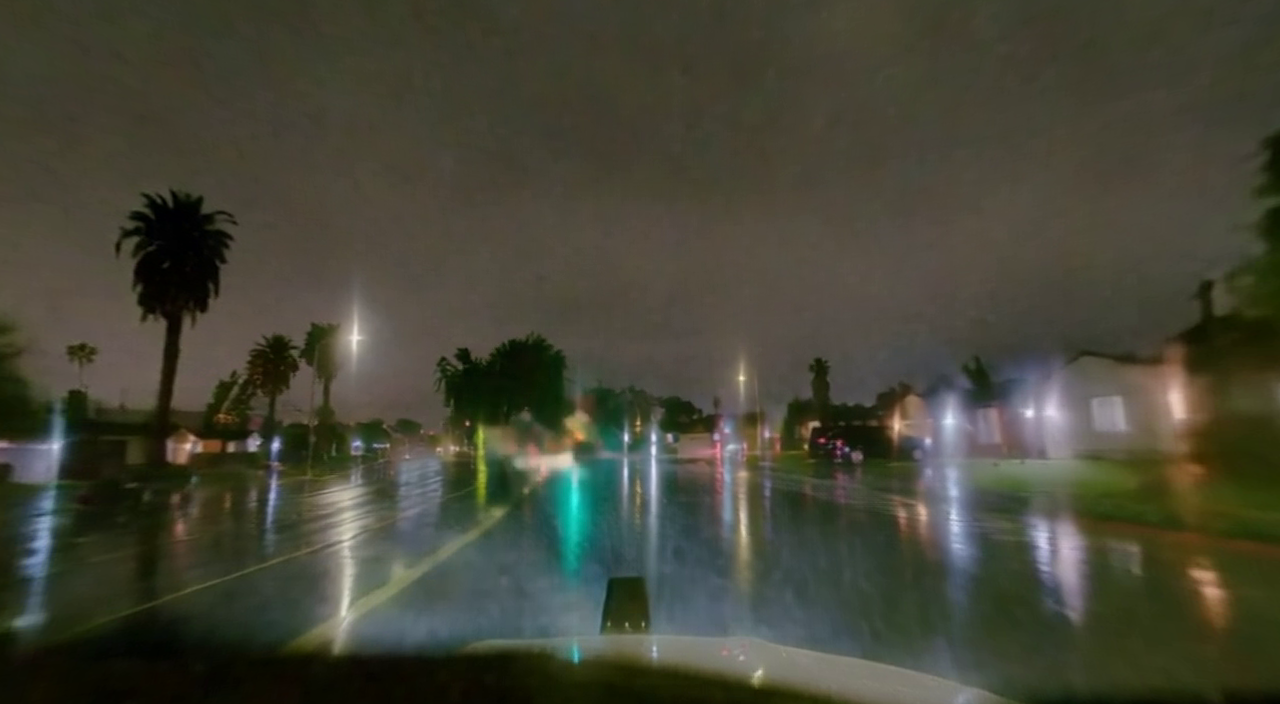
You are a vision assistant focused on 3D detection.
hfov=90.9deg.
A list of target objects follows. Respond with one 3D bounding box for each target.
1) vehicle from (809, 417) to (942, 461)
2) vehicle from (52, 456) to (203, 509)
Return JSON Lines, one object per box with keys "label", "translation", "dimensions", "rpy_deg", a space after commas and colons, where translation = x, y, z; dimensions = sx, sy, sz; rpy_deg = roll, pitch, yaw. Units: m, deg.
{"label": "vehicle", "translation": [11.741, 4.470, 31.983], "dimensions": [6.051, 2.092, 2.231], "rpy_deg": [-2, -11, 15]}
{"label": "vehicle", "translation": [-17.484, 4.423, 21.842], "dimensions": [1.941, 1.470, 4.384], "rpy_deg": [0, -8, -8]}
